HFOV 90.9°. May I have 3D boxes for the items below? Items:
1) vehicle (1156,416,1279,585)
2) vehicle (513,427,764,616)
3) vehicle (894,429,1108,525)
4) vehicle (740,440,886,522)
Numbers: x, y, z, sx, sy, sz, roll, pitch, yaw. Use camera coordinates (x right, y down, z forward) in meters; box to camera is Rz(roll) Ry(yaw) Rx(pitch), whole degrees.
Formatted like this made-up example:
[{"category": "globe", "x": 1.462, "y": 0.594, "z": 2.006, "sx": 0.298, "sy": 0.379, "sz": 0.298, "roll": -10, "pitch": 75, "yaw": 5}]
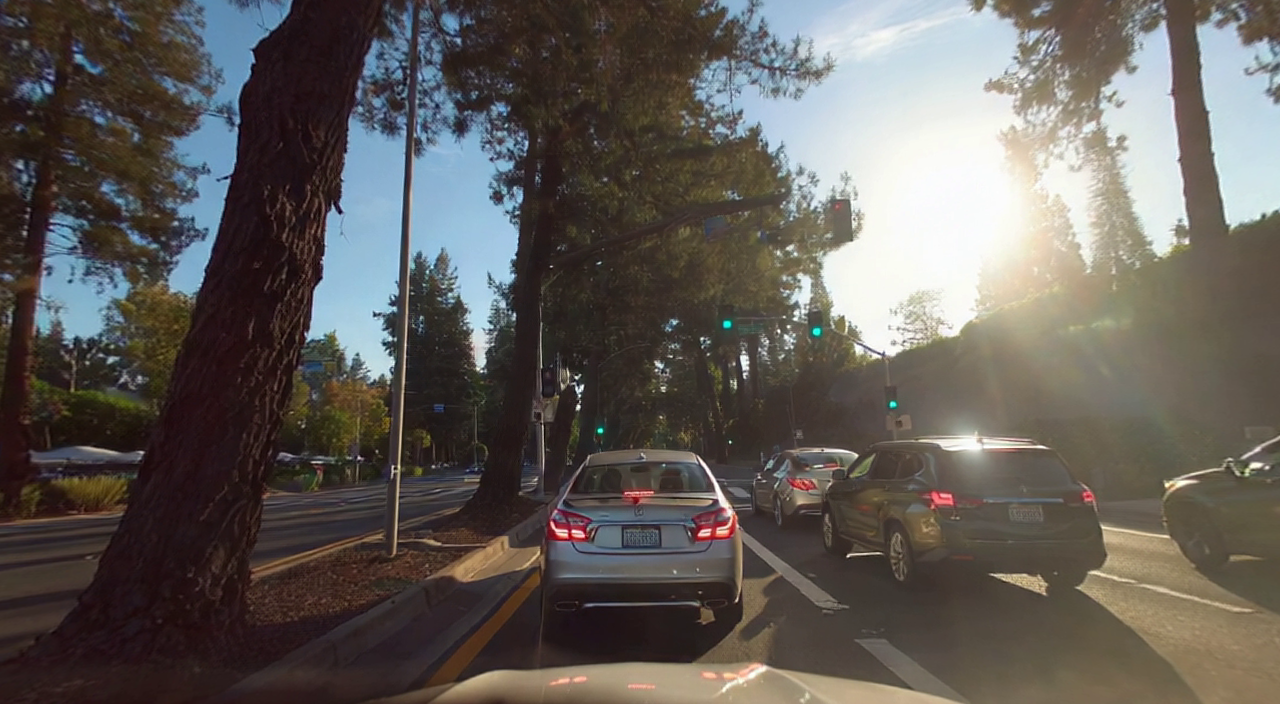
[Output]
[{"category": "vehicle", "x": 6.935, "y": 1.341, "z": 5.574, "sx": 1.783, "sy": 1.572, "sz": 3.421, "roll": 0, "pitch": -9, "yaw": 1}, {"category": "vehicle", "x": 0.012, "y": 1.681, "z": 7.097, "sx": 2.015, "sy": 1.502, "sz": 3.898, "roll": 0, "pitch": -9, "yaw": 1}, {"category": "vehicle", "x": 7.020, "y": 2.464, "z": 12.892, "sx": 1.923, "sy": 1.611, "sz": 4.094, "roll": 0, "pitch": -9, "yaw": 0}, {"category": "vehicle", "x": 3.535, "y": 2.719, "z": 13.816, "sx": 1.934, "sy": 1.494, "sz": 4.446, "roll": 0, "pitch": -9, "yaw": 0}]
